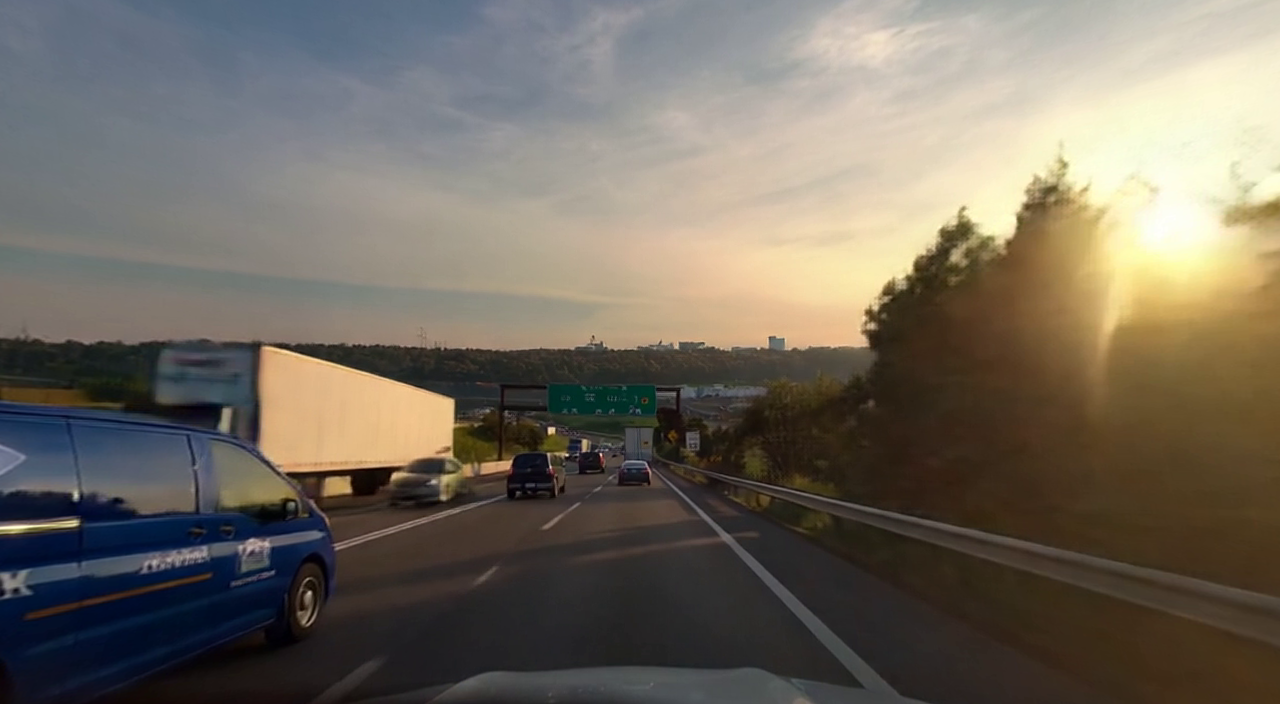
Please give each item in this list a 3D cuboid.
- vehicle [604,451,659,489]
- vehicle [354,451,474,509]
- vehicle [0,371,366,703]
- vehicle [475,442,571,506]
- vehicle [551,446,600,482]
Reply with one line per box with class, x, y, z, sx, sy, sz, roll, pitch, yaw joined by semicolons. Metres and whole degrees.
vehicle;-0.353;4.781;25.919;2.095;1.393;3.908;0;-9;-1
vehicle;-6.736;3.834;19.462;1.932;1.524;4.777;0;-9;0
vehicle;-3.338;1.023;2.878;2.117;1.688;4.582;0;-9;0
vehicle;-3.198;3.427;18.153;1.937;1.600;4.141;0;-9;1
vehicle;-3.138;5.574;31.645;1.994;1.663;4.047;0;-9;1
